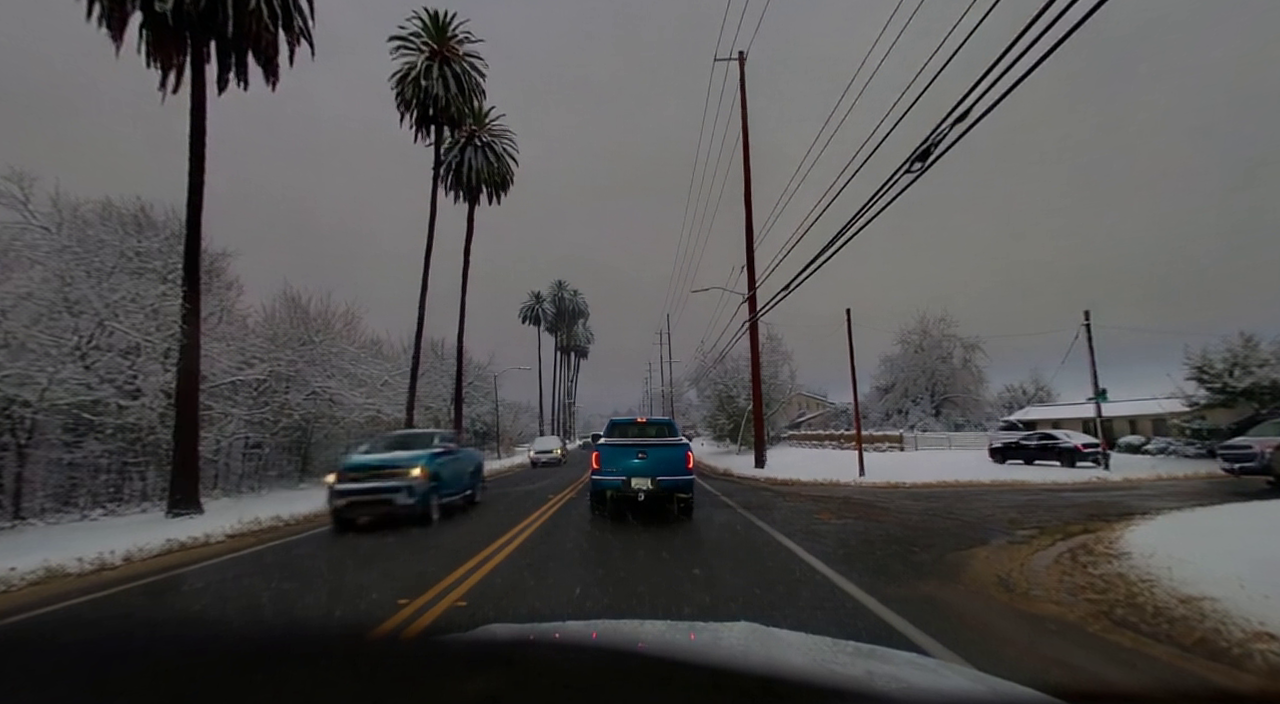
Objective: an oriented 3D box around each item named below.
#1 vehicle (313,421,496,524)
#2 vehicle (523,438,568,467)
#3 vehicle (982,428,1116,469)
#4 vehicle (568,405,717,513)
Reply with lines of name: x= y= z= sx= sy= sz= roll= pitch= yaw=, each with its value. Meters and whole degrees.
vehicle: x=-4.658 y=2.455 z=13.462 sx=2.223 sy=1.776 sz=4.614 roll=0 pitch=-8 yaw=-2
vehicle: x=-5.714 y=6.161 z=38.854 sx=2.159 sy=1.627 sz=4.505 roll=0 pitch=-8 yaw=-1
vehicle: x=20.335 y=4.857 z=31.914 sx=2.277 sy=1.836 sz=6.267 roll=0 pitch=-9 yaw=-4
vehicle: x=0.022 y=2.496 z=15.137 sx=2.848 sy=2.047 sz=5.885 roll=0 pitch=-8 yaw=0
